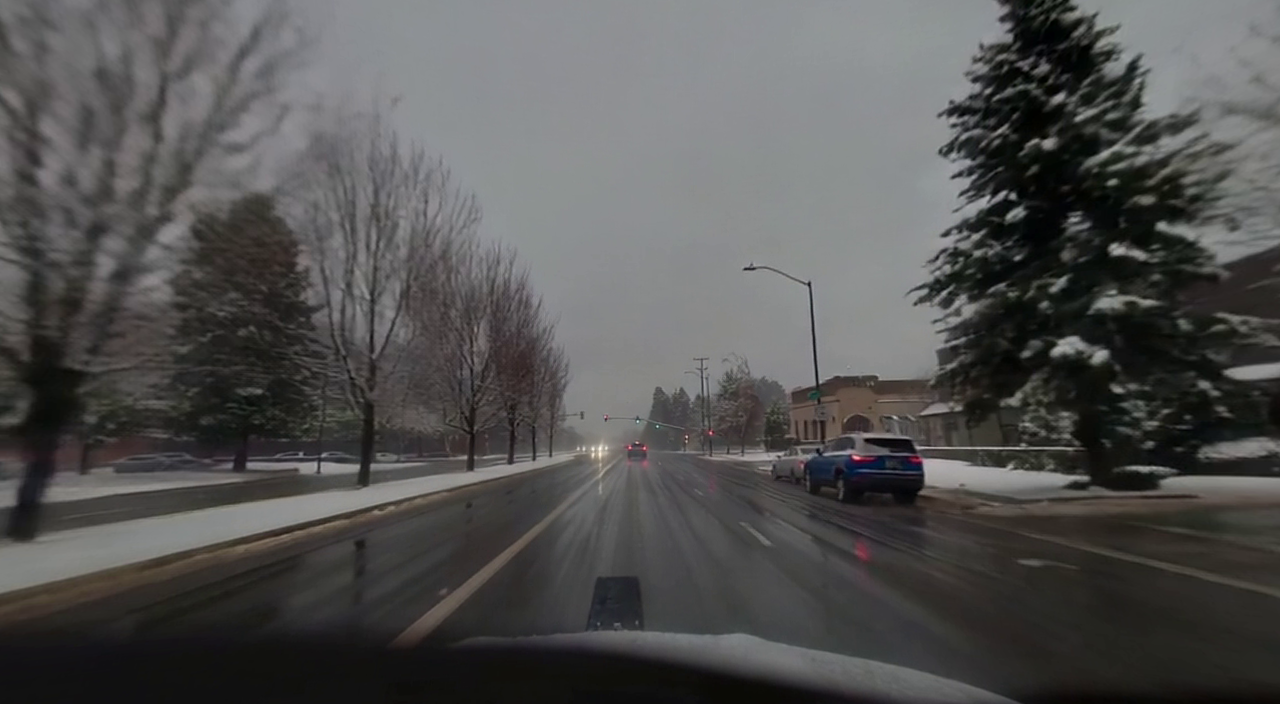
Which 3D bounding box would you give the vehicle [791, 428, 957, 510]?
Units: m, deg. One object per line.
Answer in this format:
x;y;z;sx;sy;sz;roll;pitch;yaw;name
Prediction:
5.867;2.991;16.720;2.295;1.804;4.971;0;-8;-2;vehicle
